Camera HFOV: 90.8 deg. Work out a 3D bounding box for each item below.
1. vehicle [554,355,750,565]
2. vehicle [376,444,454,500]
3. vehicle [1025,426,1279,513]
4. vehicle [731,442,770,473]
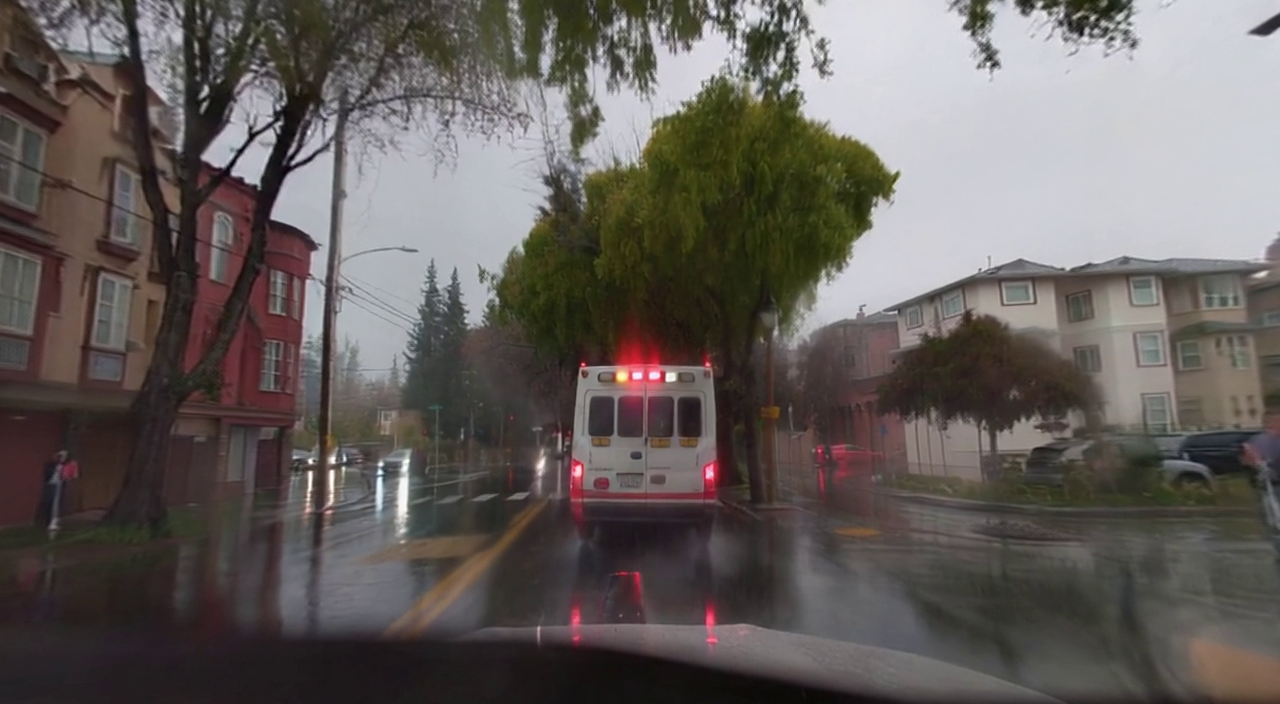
[{"bbox_3d":[0.147,1.745,10.794,2.444,2.640,5.482,0,-8,0],"label":"vehicle"},{"bbox_3d":[-8.418,4.323,23.324,2.290,1.776,4.947,3,-9,-24],"label":"vehicle"},{"bbox_3d":[13.220,2.933,16.044,5.270,1.966,2.329,-2,-9,11],"label":"vehicle"},{"bbox_3d":[7.004,6.711,40.427,2.056,1.810,4.502,-1,-8,5],"label":"vehicle"}]
